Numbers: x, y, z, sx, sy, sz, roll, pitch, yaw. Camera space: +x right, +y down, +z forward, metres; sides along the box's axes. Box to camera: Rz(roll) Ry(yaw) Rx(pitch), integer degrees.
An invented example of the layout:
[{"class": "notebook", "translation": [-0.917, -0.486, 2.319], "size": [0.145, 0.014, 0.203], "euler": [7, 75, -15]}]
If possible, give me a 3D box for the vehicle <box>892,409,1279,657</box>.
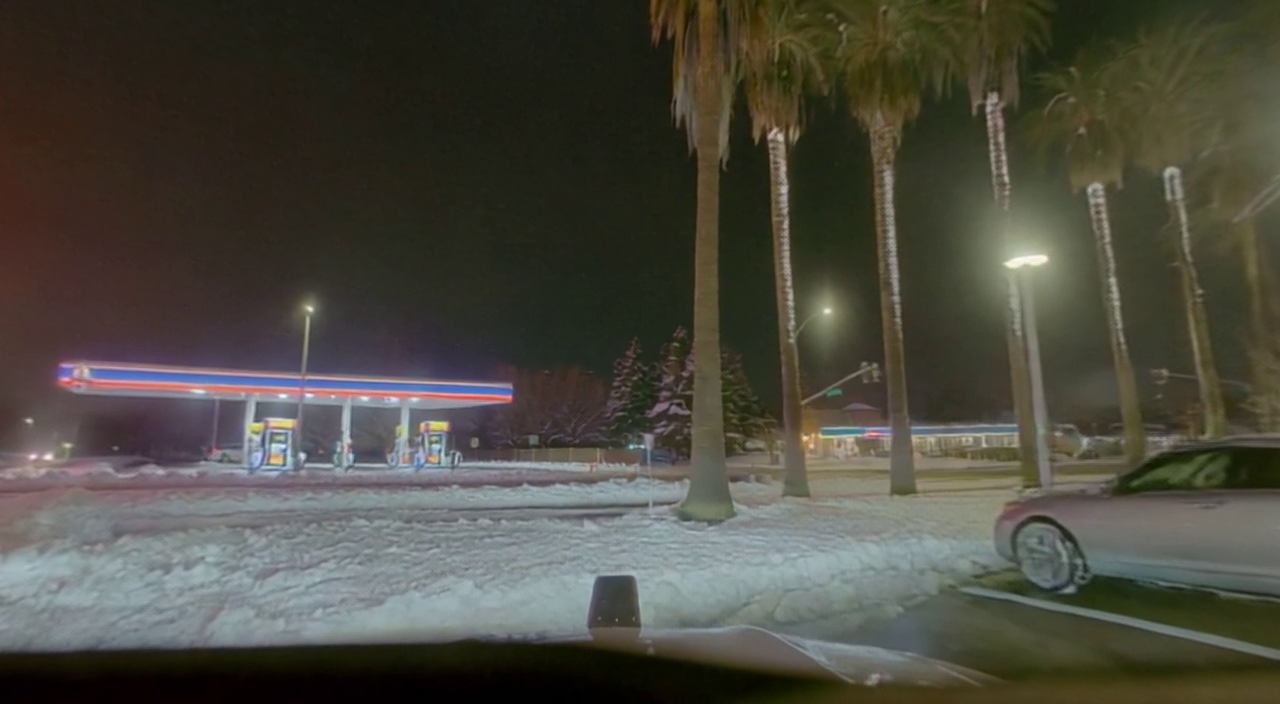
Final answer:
[{"class": "vehicle", "translation": [4.511, 1.242, 4.793], "size": [1.937, 1.490, 4.564], "euler": [5, -10, -28]}]
